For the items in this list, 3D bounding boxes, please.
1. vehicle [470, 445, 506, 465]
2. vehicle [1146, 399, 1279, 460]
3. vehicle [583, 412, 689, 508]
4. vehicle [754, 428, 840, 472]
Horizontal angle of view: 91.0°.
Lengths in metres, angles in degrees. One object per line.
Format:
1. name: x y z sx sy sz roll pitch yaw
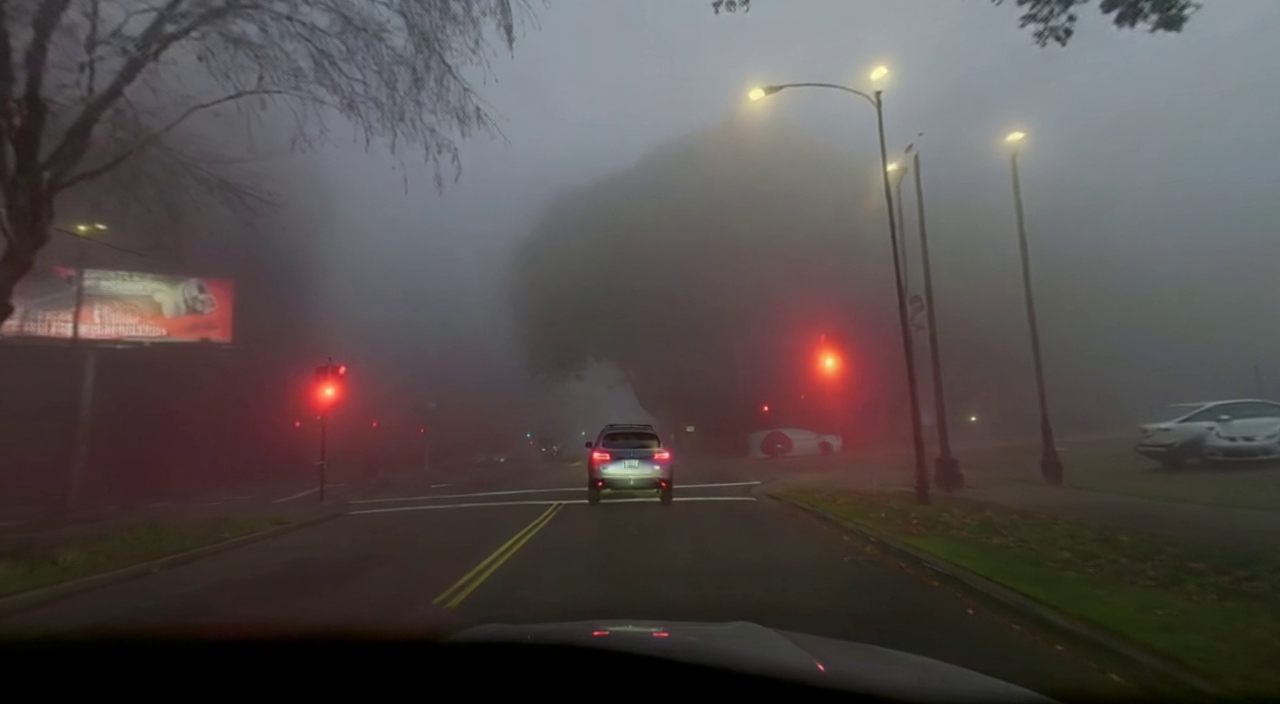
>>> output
1. vehicle: -11.761 7.987 48.982 1.989 1.403 4.331 0 -8 -3
2. vehicle: 15.965 2.037 16.432 3.750 1.502 1.781 -2 -8 14
3. vehicle: -0.152 2.463 14.743 2.142 1.904 3.816 0 -8 -2
4. vehicle: 6.243 3.824 24.858 3.403 1.602 1.716 7 -11 -44
